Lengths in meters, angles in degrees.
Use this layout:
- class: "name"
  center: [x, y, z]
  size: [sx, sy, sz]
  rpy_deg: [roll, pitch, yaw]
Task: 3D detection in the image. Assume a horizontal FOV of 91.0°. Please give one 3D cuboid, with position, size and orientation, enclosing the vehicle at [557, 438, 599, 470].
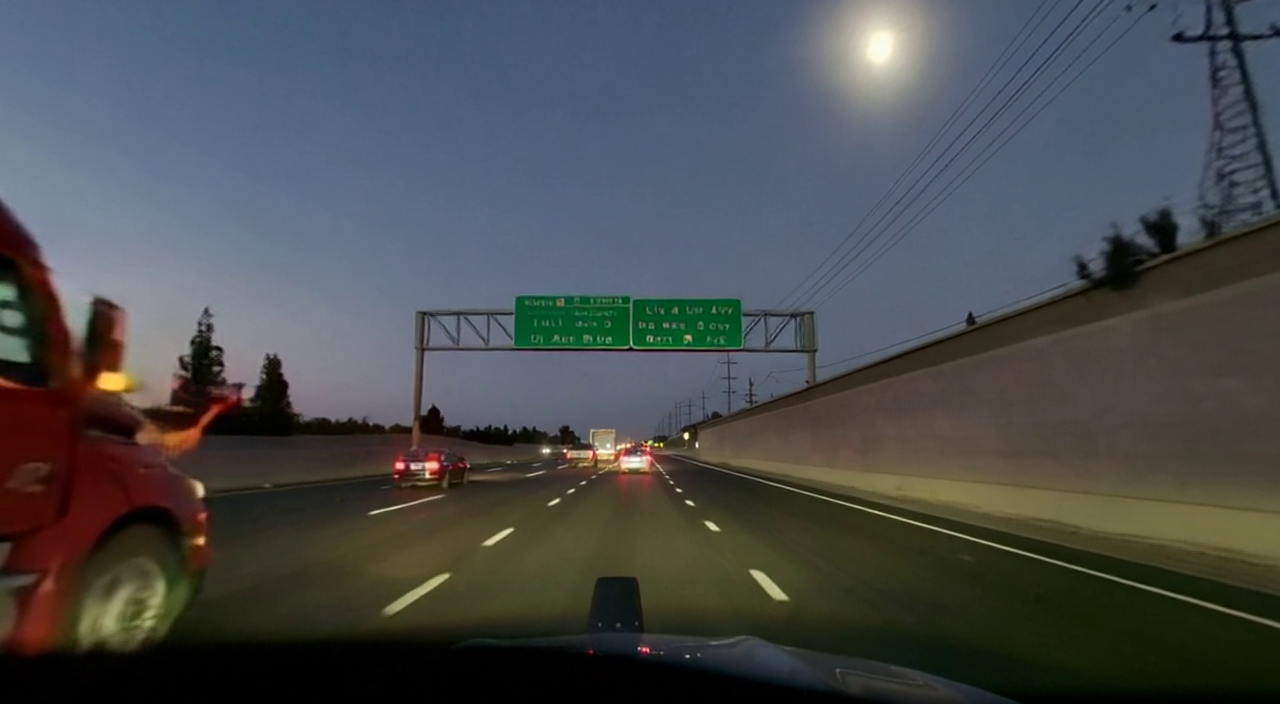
- class: "vehicle"
  center: [-3.761, 6.284, 39.055]
  size: [2.109, 1.840, 4.614]
  rpy_deg: [0, -9, 1]

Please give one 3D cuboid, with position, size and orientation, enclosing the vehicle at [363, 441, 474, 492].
- class: "vehicle"
  center: [-7.265, 3.795, 21.249]
  size: [2.025, 1.510, 4.582]
  rpy_deg: [0, -9, 1]

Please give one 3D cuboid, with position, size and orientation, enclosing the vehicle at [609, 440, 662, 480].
- class: "vehicle"
  center: [-0.176, 4.761, 27.988]
  size: [2.178, 1.640, 4.071]
  rpy_deg: [0, -9, 1]
